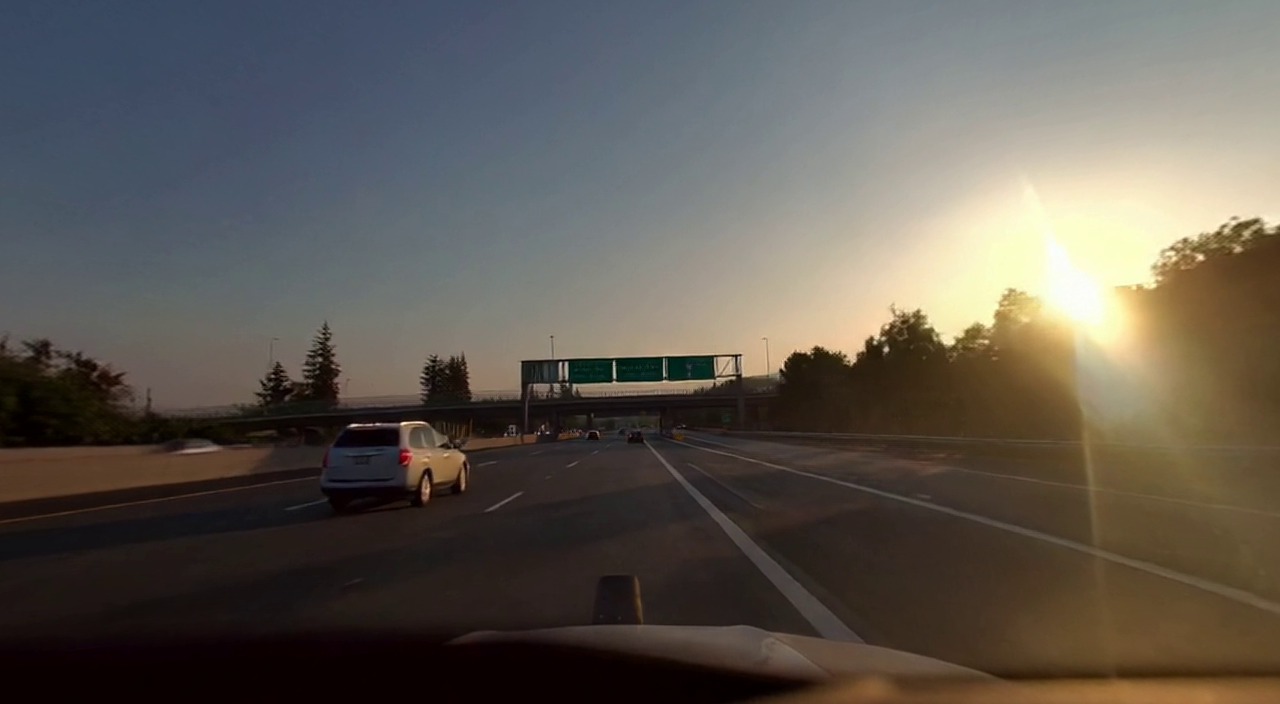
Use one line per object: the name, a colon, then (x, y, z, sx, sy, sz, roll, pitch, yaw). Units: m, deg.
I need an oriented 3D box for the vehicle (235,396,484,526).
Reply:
vehicle: (-4.347, 1.781, 10.854, 2.153, 1.730, 4.772, 0, -8, -1)
